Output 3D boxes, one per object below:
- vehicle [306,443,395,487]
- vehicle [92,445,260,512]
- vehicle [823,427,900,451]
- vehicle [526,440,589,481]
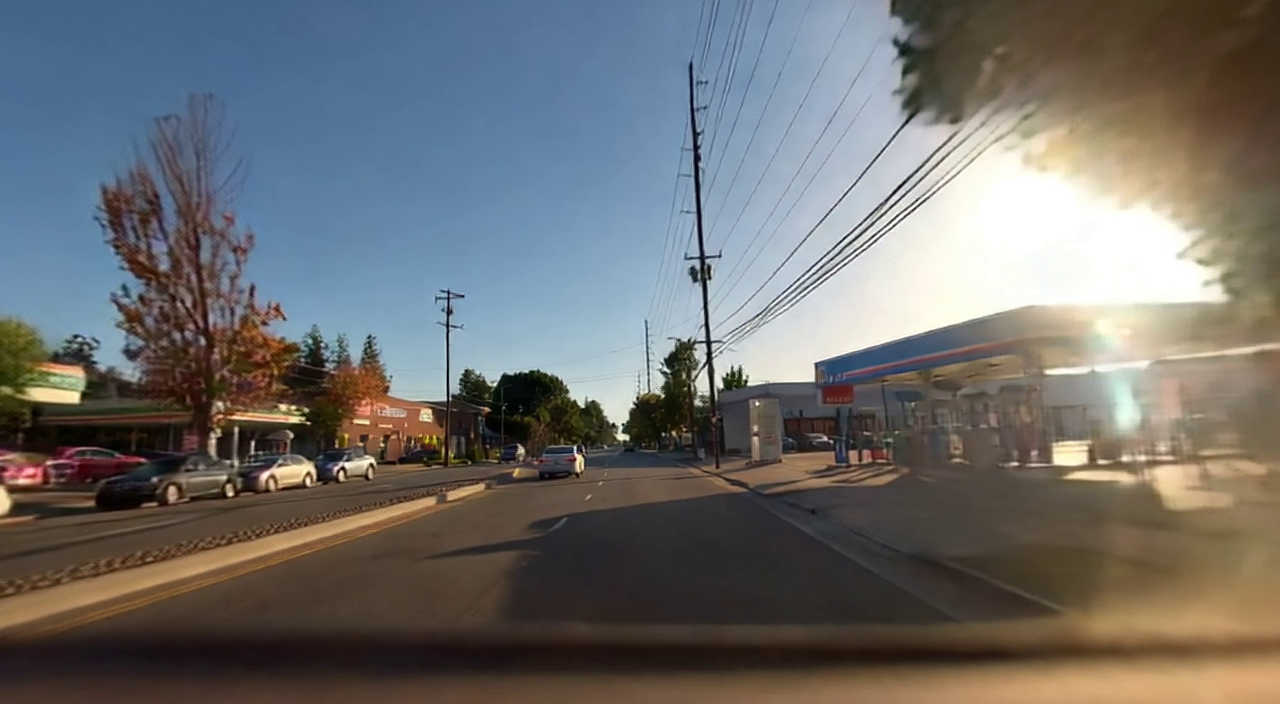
[{"bbox_3d":[-15.323,5.985,33.750,2.353,2.144,4.847,0,-9,1],"label":"vehicle"},{"bbox_3d":[-16.155,4.363,22.396,2.336,2.092,4.625,0,-9,1],"label":"vehicle"},{"bbox_3d":[16.419,6.487,46.903,4.943,1.646,2.072,0,-9,-2],"label":"vehicle"},{"bbox_3d":[-3.248,4.351,25.542,2.073,1.525,3.968,0,-9,-1],"label":"vehicle"}]
